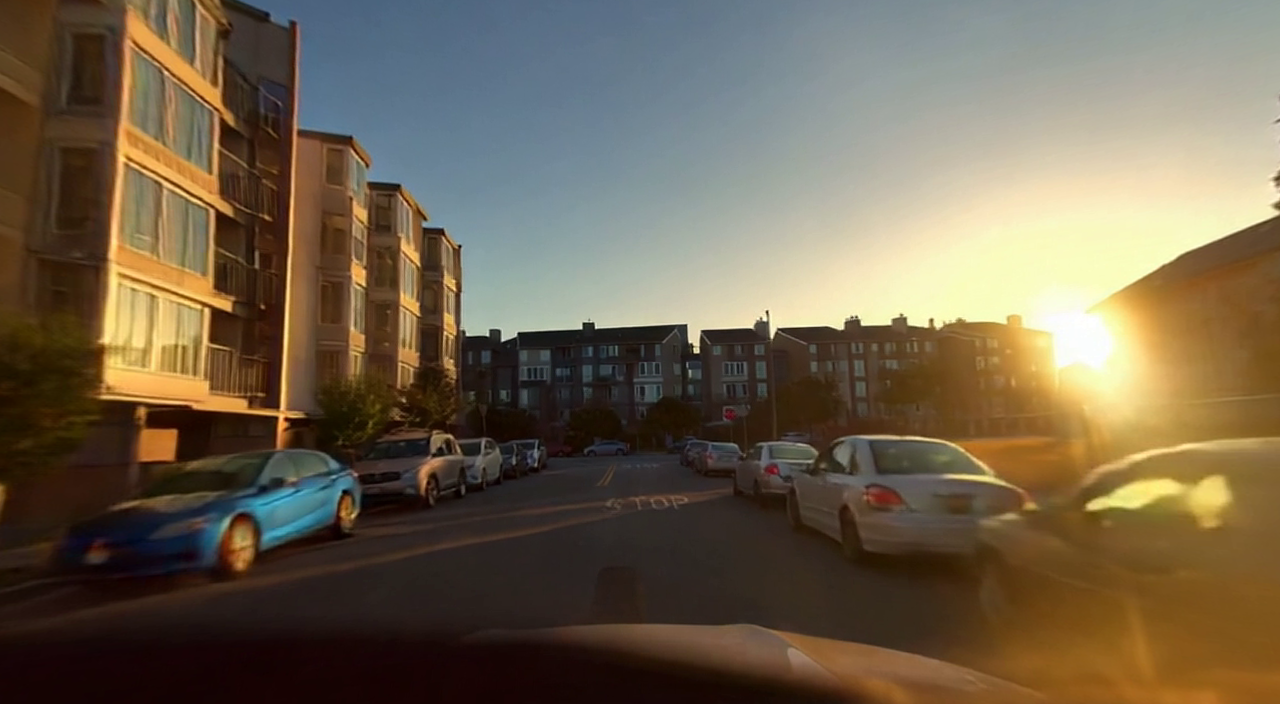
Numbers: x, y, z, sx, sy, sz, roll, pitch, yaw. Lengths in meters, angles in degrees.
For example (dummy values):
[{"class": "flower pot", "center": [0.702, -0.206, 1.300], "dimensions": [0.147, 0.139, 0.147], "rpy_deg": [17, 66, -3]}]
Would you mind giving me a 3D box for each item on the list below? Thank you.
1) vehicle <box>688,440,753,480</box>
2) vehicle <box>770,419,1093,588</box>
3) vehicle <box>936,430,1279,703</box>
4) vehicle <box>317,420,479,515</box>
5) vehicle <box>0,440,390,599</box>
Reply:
[{"class": "vehicle", "center": [3.201, 4.370, 25.966], "dimensions": [1.919, 1.490, 4.339], "rpy_deg": [1, -8, -2]}, {"class": "vehicle", "center": [3.202, 1.731, 8.135], "dimensions": [2.099, 1.585, 4.208], "rpy_deg": [0, -8, -1]}, {"class": "vehicle", "center": [3.364, 1.111, 3.063], "dimensions": [1.835, 1.420, 4.186], "rpy_deg": [0, -8, 0]}, {"class": "vehicle", "center": [-5.584, 2.705, 15.394], "dimensions": [2.216, 1.953, 4.553], "rpy_deg": [0, -8, -2]}, {"class": "vehicle", "center": [-5.403, 1.955, 8.580], "dimensions": [2.119, 1.500, 4.953], "rpy_deg": [0, -8, -2]}]
